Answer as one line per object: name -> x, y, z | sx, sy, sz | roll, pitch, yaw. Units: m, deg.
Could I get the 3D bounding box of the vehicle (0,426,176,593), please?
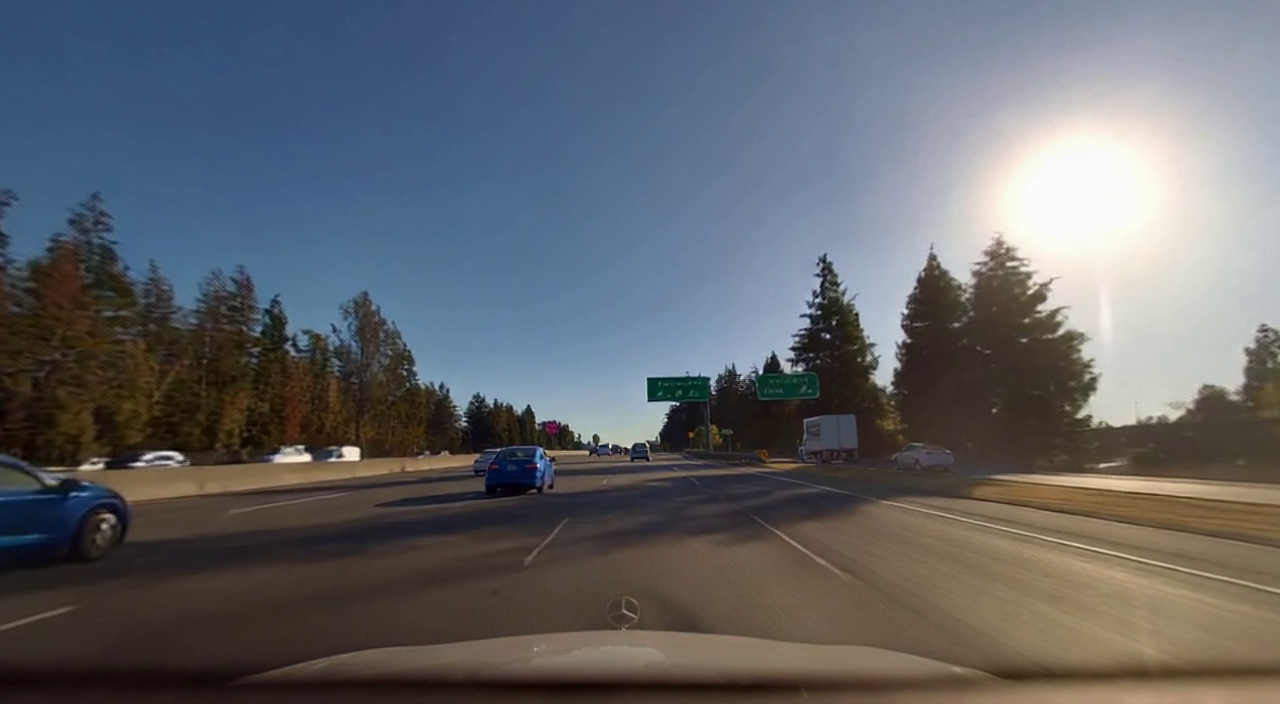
vehicle -> -6.944, 1.444, 5.697 | 1.955, 1.540, 4.715 | 0, -9, -1

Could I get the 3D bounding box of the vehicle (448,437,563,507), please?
vehicle -> -3.268, 3.008, 16.249 | 2.020, 1.554, 4.137 | 0, -9, 0

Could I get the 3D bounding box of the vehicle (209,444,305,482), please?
vehicle -> -17.167, 4.985, 28.580 | 1.924, 1.569, 3.779 | 0, -9, 0

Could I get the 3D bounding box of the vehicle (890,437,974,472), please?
vehicle -> 15.243, 5.386, 33.315 | 2.081, 1.707, 4.756 | 0, -9, -1
